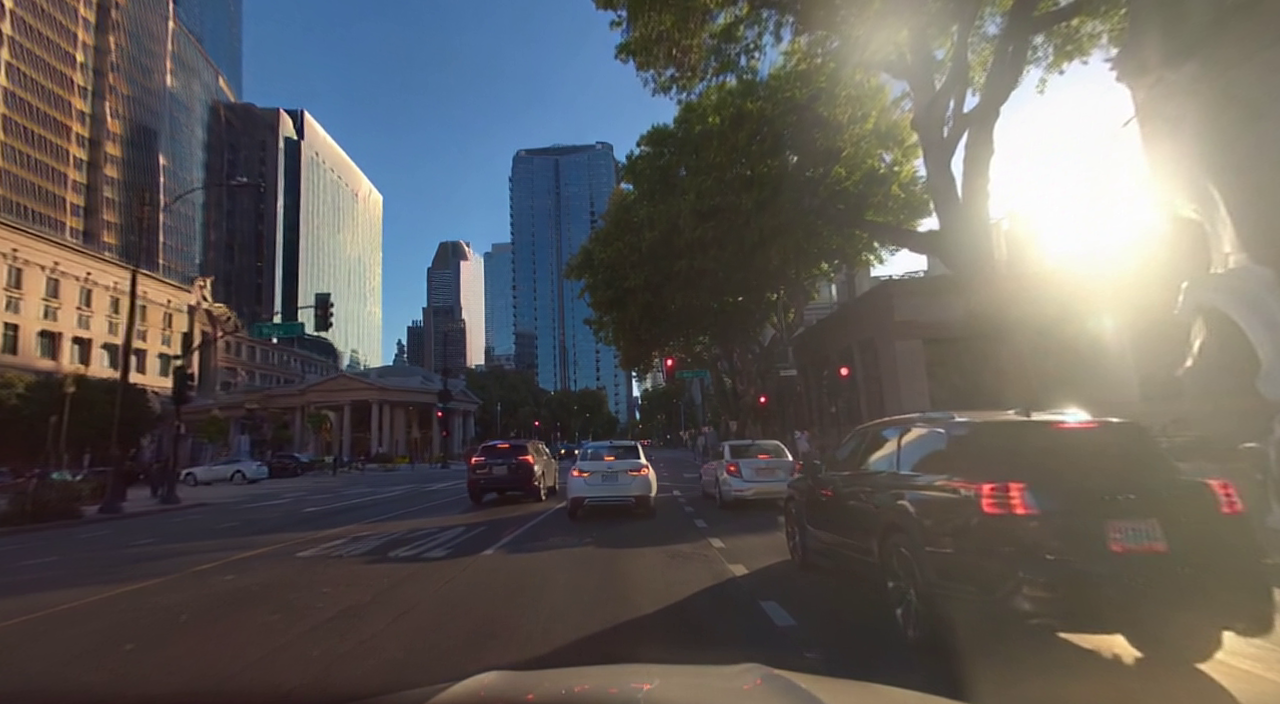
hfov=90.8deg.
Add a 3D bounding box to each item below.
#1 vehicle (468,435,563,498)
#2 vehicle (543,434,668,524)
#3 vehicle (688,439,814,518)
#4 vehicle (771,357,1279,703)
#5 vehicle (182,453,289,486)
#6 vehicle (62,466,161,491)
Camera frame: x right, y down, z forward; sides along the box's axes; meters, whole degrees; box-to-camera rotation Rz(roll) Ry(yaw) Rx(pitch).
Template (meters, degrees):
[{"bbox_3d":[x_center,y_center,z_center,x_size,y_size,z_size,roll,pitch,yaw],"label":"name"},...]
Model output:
[{"bbox_3d":[-3.573,3.388,19.143,2.045,1.633,4.864,0,-9,-2],"label":"vehicle"},{"bbox_3d":[-0.610,2.443,12.700,2.096,1.492,4.071,0,-9,-1],"label":"vehicle"},{"bbox_3d":[2.243,2.701,14.047,1.943,1.449,4.202,0,-9,-1],"label":"vehicle"},{"bbox_3d":[2.647,1.234,5.282,2.096,1.775,4.440,0,-9,-1],"label":"vehicle"},{"bbox_3d":[-22.954,6.647,36.044,4.612,1.752,1.953,2,-9,-15],"label":"vehicle"},{"bbox_3d":[-32.308,7.722,38.681,4.392,1.427,1.764,0,-9,-1],"label":"vehicle"}]
